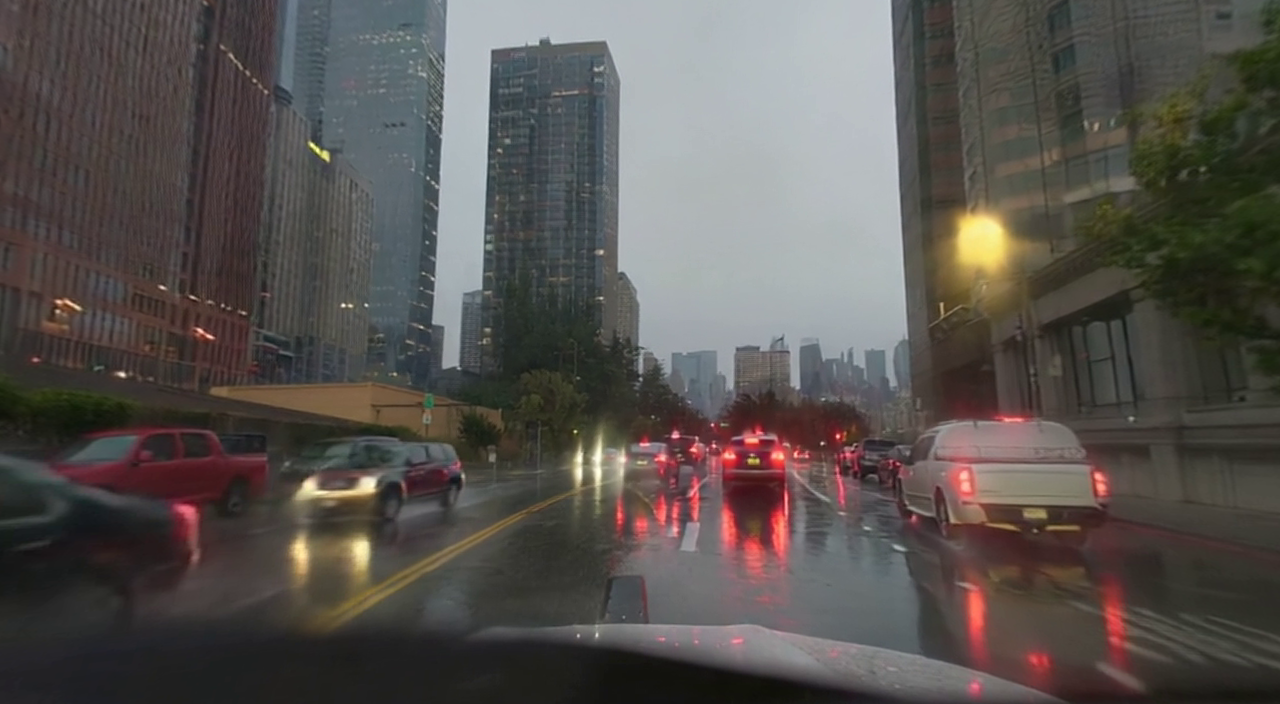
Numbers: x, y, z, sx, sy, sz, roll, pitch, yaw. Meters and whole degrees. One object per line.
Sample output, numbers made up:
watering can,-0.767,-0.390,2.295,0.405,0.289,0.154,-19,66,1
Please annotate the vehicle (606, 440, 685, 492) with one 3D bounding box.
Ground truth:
vehicle,0.270,3.517,19.833,2.031,1.461,3.763,-1,-8,8

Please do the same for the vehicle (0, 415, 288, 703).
vehicle,-4.124,1.047,3.022,2.028,1.478,4.682,0,-8,2

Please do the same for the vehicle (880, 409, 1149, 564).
vehicle,5.264,1.901,9.749,2.088,1.775,4.454,-2,-8,11

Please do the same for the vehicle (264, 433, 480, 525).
vehicle,-5.261,2.515,13.190,2.086,1.565,4.281,-1,-8,10

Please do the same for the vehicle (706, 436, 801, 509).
vehicle,2.762,2.866,15.550,1.982,1.510,4.144,-1,-8,9
